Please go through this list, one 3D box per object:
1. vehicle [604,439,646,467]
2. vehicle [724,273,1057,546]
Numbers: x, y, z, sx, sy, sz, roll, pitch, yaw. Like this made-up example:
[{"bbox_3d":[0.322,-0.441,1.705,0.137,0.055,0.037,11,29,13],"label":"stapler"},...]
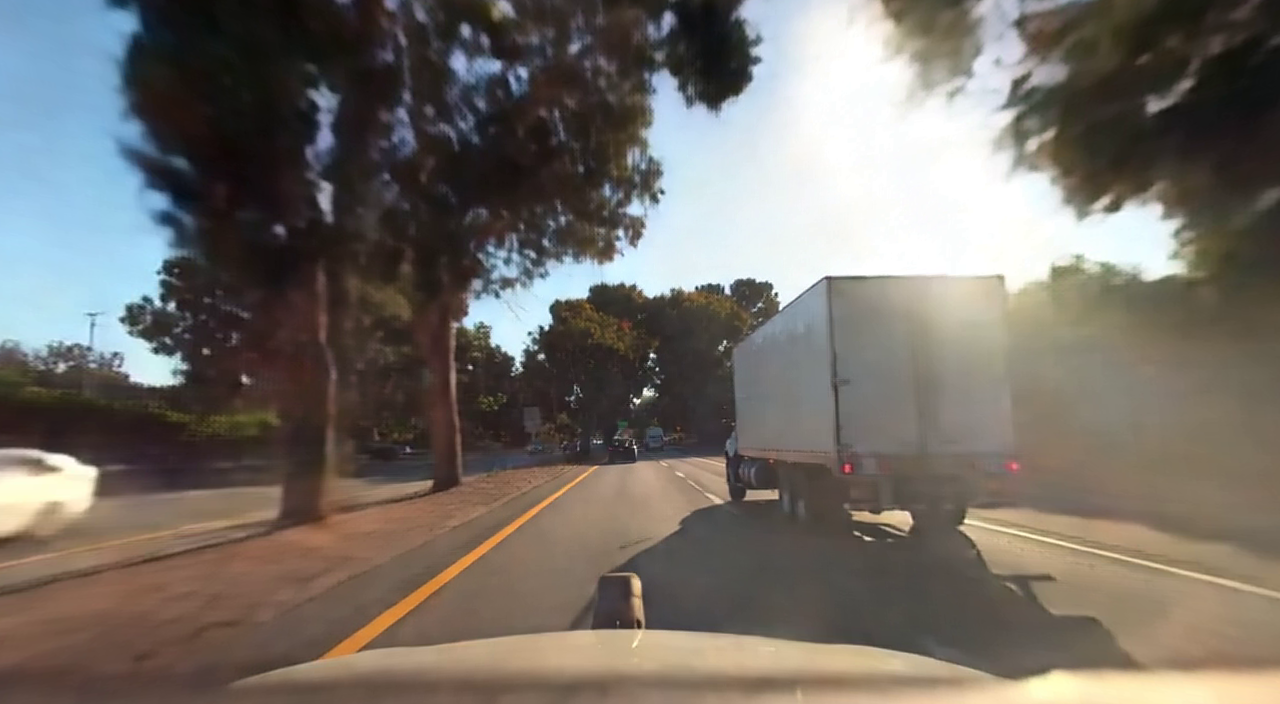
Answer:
[{"bbox_3d":[-0.837,5.660,35.743,2.259,1.466,3.693,0,-8,-1],"label":"vehicle"},{"bbox_3d":[3.738,1.237,12.251,2.921,3.526,8.207,0,-8,-1],"label":"vehicle"}]
